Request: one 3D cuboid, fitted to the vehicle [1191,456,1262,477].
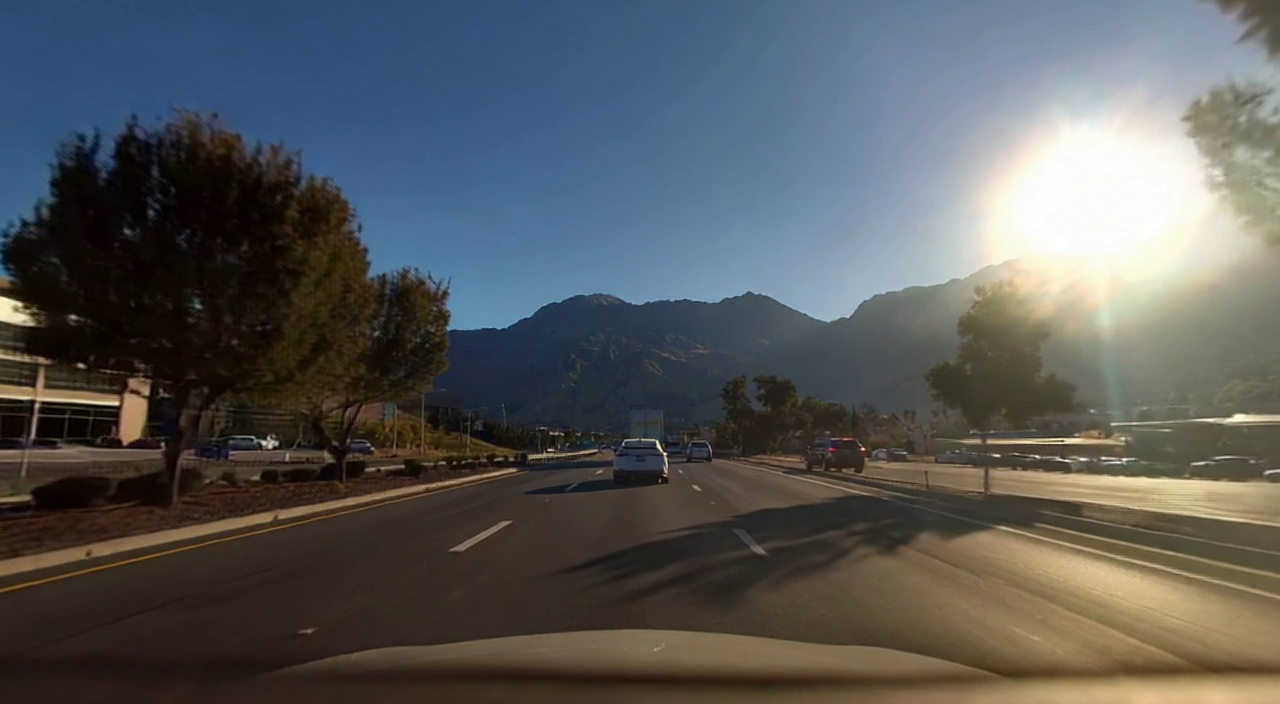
[{"bbox_3d":[46.631,9.102,49.982,1.891,1.495,4.028,-1,-8,4],"label":"vehicle"}]

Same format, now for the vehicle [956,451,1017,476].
[{"bbox_3d":[27.324,8.788,49.713,2.108,1.735,4.476,1,-8,-2],"label":"vehicle"}]

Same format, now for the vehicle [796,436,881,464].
[{"bbox_3d":[12.903,6.419,41.113,4.887,1.734,2.014,0,-8,2],"label":"vehicle"}]

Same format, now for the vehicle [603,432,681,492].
[{"bbox_3d":[0.060,3.362,19.555,2.193,1.651,3.946,0,-8,0],"label":"vehicle"}]

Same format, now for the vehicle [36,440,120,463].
[{"bbox_3d":[-36.650,6.485,41.026,3.640,1.447,1.788,4,-9,-26],"label":"vehicle"}]

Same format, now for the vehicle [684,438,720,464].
[{"bbox_3d":[4.288,6.904,43.946,2.088,1.655,4.360,0,-8,0],"label":"vehicle"}]

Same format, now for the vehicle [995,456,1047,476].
[{"bbox_3d":[30.215,9.049,49.938,1.745,1.464,3.716,0,-8,-1],"label":"vehicle"}]

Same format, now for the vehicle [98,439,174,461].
[{"bbox_3d":[-35.665,6.958,44.545,3.714,1.510,1.917,4,-9,-23],"label":"vehicle"}]

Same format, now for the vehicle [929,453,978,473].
[{"bbox_3d":[24.733,8.734,49.577,1.751,1.439,3.847,0,-8,-2],"label":"vehicle"}]
